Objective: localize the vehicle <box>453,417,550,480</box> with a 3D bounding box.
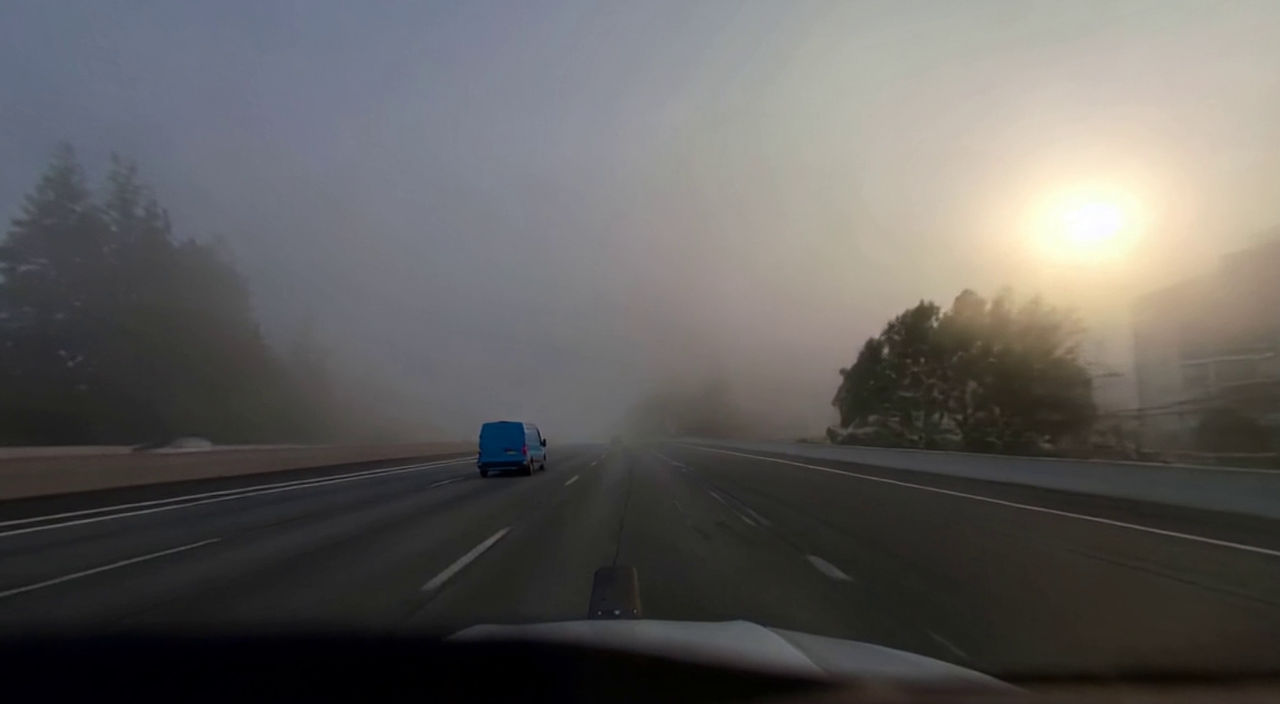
[{"bbox_3d":[-4.396,3.149,20.870,2.219,1.827,4.738,0,-8,-1],"label":"vehicle"}]
